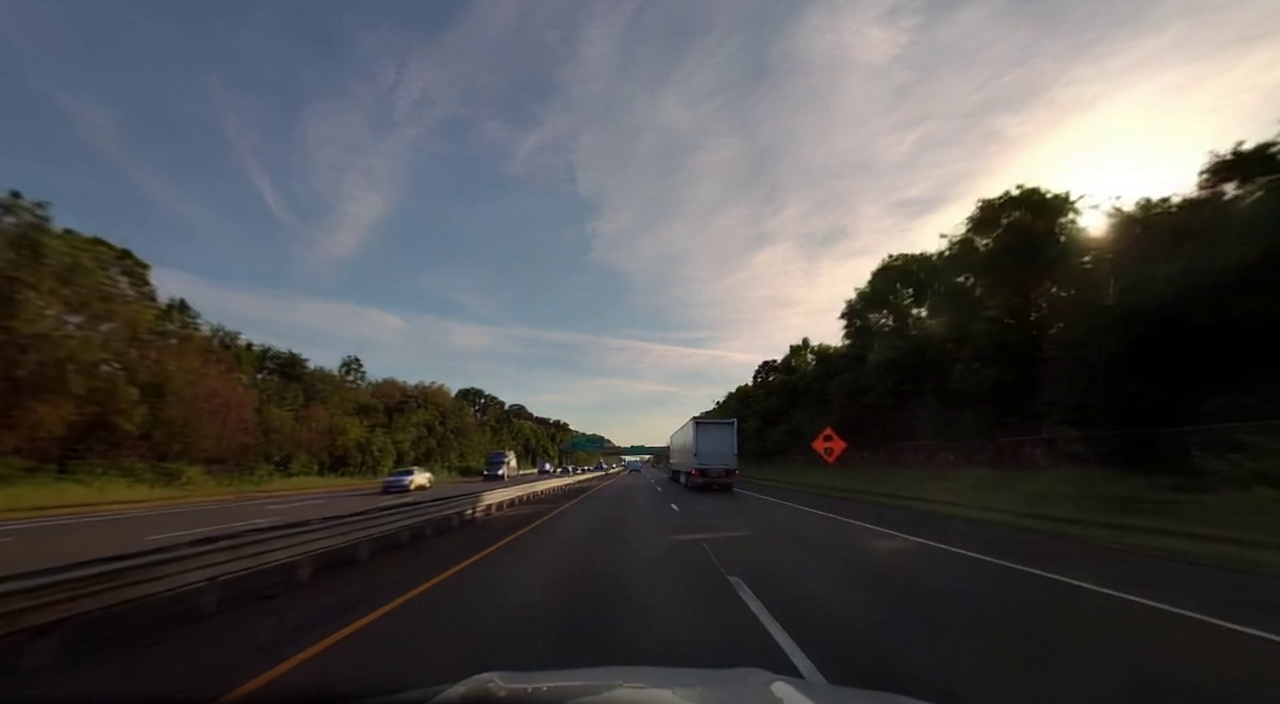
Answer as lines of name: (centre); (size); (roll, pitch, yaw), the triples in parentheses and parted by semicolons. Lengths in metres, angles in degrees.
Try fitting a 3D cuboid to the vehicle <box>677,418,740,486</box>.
vehicle: (3.851, 5.853, 36.765); (2.806, 3.499, 5.698); (-3, -9, -1)
